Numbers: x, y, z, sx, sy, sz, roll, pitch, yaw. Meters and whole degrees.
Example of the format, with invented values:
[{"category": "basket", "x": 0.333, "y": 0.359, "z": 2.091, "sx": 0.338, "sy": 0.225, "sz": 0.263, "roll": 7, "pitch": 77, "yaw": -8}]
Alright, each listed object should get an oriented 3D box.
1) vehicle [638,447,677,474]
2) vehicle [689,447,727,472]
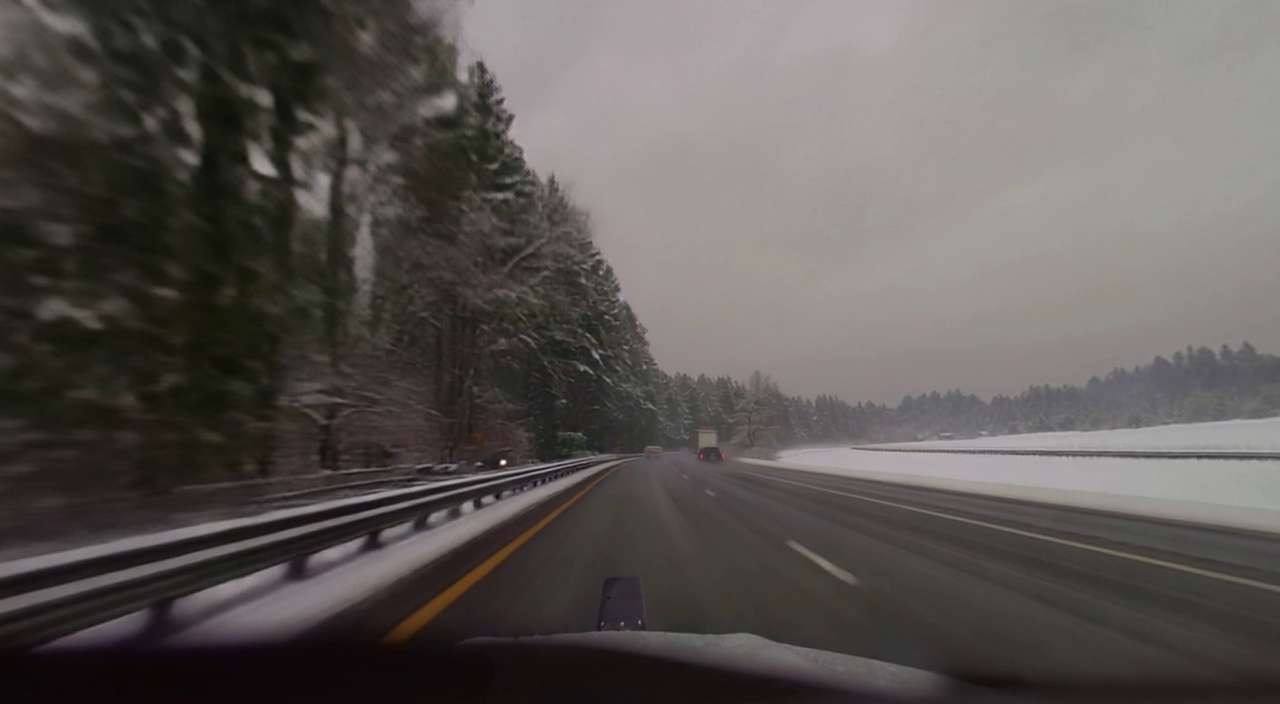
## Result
[{"category": "vehicle", "x": 0.962, "y": 6.406, "z": 37.274, "sx": 2.162, "sy": 1.492, "sz": 3.975, "roll": 0, "pitch": -9, "yaw": -1}, {"category": "vehicle", "x": 4.280, "y": 6.853, "z": 40.236, "sx": 1.846, "sy": 1.485, "sz": 3.679, "roll": 0, "pitch": -9, "yaw": -3}]
